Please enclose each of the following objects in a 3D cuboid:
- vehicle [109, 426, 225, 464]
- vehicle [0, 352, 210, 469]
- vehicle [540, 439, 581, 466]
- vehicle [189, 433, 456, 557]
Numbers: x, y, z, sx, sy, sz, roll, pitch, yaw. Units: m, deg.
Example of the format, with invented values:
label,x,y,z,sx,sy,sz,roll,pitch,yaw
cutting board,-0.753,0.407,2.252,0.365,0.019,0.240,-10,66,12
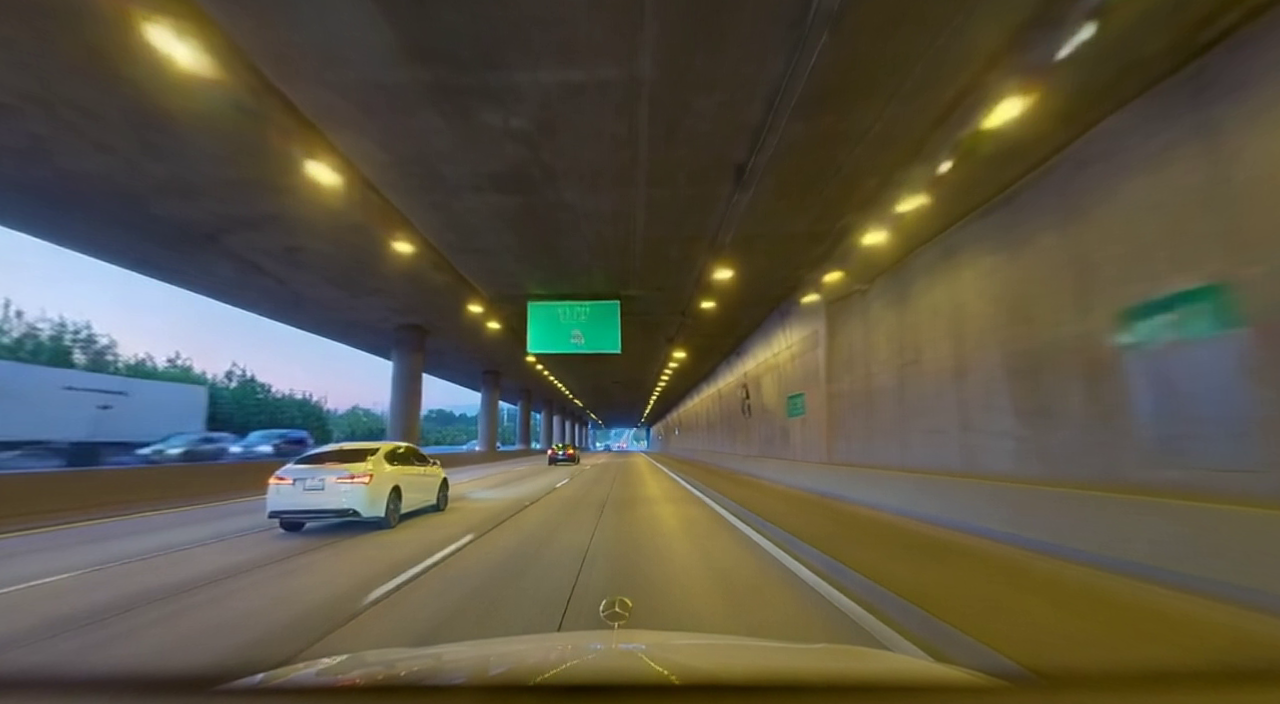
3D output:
label,x,y,z,sx,sy,sz,roll,pitch,yaw
vehicle,-20.048,3.969,26.925,1.879,1.499,4.014,0,-8,-2
vehicle,-23.944,2.595,25.749,2.981,4.065,13.881,0,-8,0
vehicle,-4.667,5.970,37.457,1.973,1.474,4.199,0,-8,-1
vehicle,-4.351,1.981,9.553,1.885,1.424,4.230,0,-8,0
